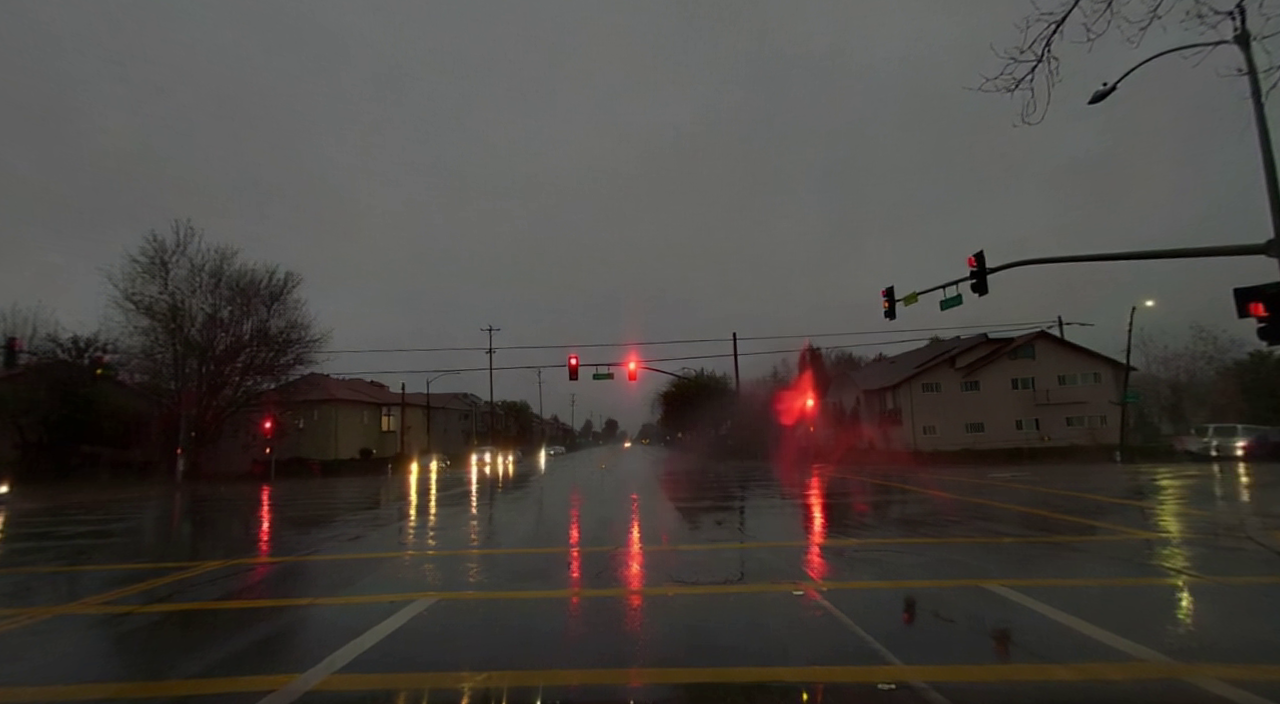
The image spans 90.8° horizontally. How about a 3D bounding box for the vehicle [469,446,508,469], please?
[{"bbox_3d":[-10.712,7.458,44.751,1.881,1.509,3.377,0,-9,1],"label":"vehicle"}]
